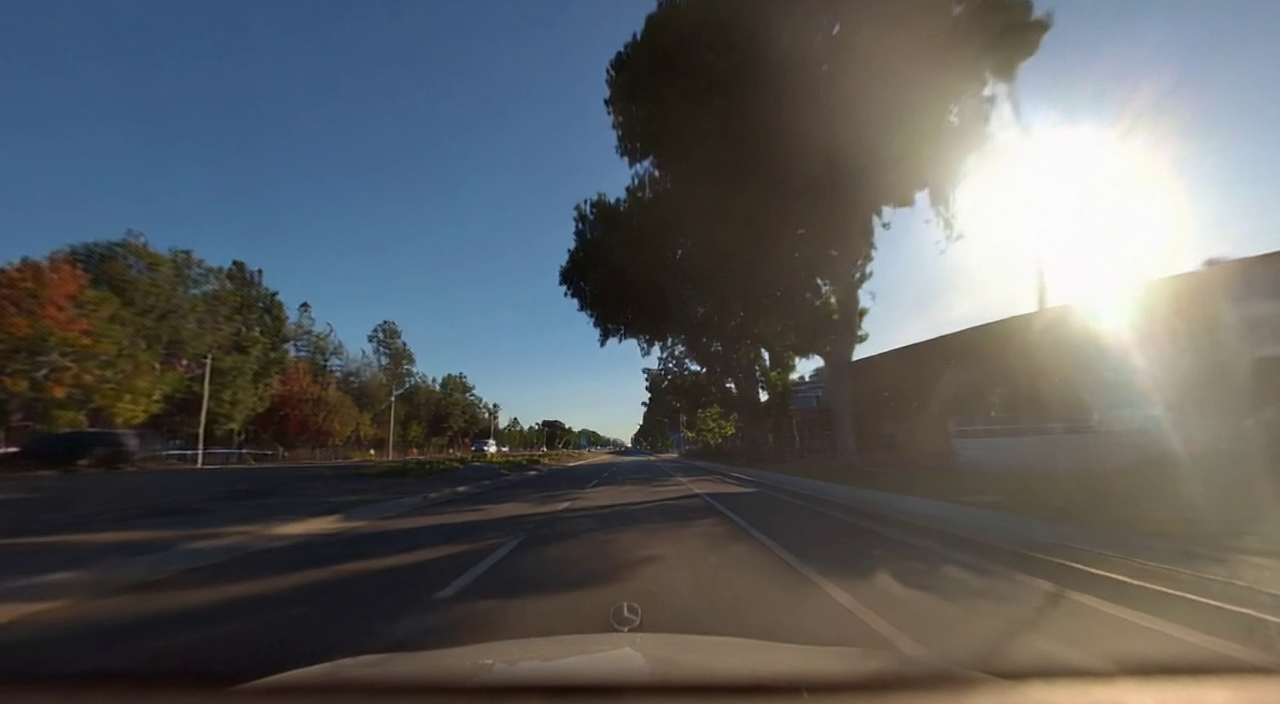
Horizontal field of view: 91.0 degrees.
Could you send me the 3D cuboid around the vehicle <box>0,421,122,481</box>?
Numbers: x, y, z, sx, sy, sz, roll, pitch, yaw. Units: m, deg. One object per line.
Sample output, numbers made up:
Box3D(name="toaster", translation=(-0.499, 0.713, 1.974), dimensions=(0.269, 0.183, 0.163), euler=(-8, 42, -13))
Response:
Box3D(name="vehicle", translation=(-20.860, 3.289, 21.089), dimensions=(2.185, 1.827, 5.622), euler=(1, -9, 1))
